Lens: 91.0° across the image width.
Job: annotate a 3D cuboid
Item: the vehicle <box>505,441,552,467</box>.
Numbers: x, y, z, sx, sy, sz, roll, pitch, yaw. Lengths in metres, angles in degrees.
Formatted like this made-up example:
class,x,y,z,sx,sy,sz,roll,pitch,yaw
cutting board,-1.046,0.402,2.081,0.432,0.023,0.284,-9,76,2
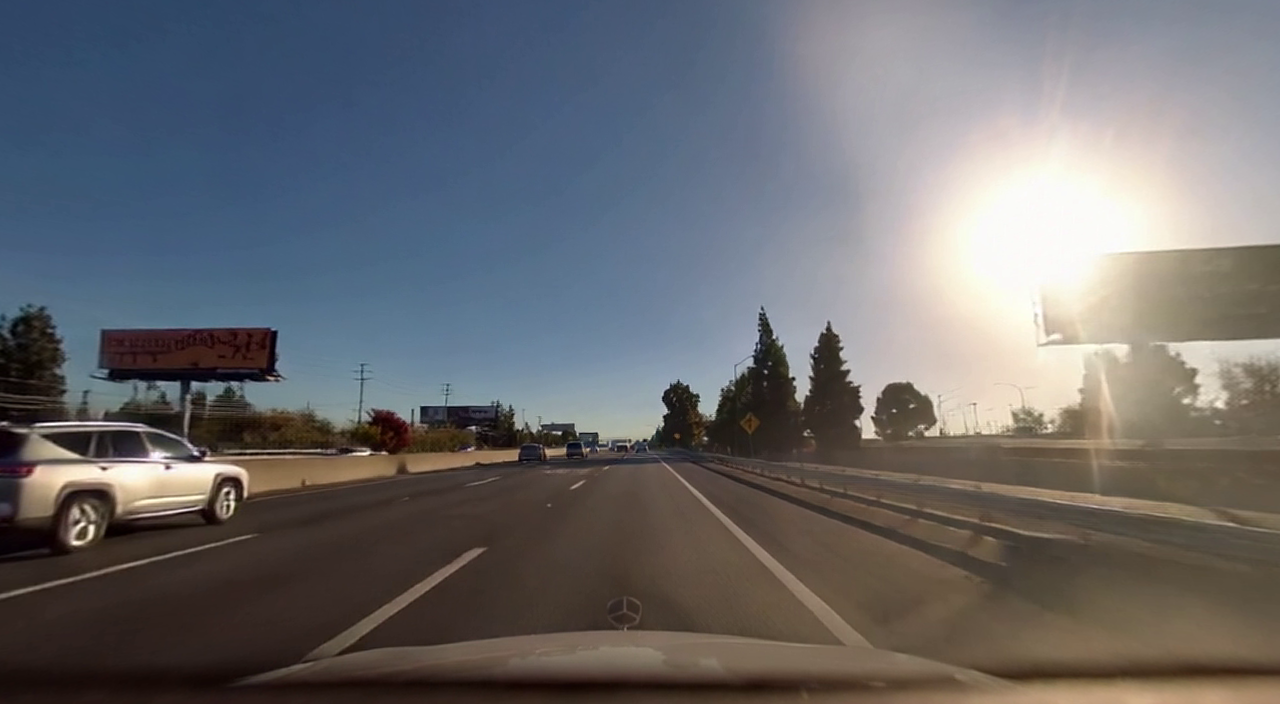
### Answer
class,x,y,z,sx,sy,sz,roll,pitch,yaw
vehicle,-6.954,6.402,39.848,2.008,1.520,4.731,0,-9,1

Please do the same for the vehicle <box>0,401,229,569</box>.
class,x,y,z,sx,sy,sz,roll,pitch,yaw
vehicle,-7.538,1.503,7.440,2.055,1.683,4.804,0,-9,1
